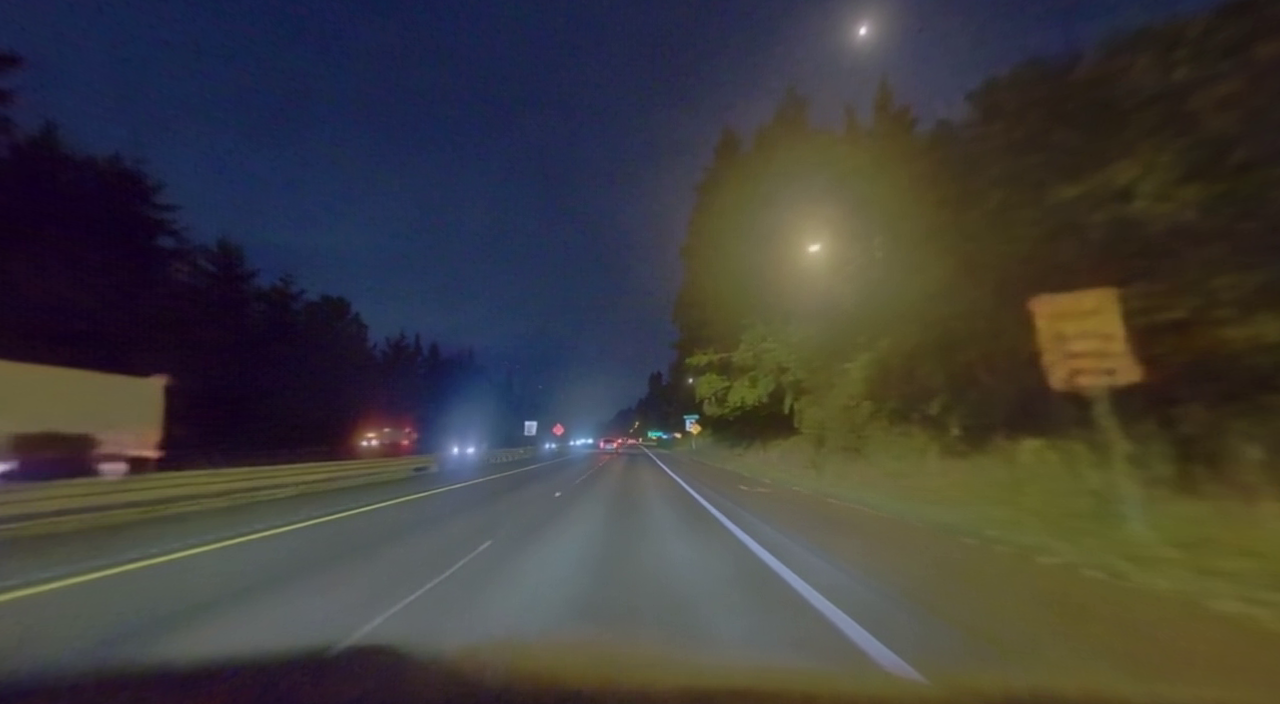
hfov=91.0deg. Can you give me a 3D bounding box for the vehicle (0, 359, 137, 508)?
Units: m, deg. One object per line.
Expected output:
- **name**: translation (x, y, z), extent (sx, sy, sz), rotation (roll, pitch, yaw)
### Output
- **vehicle**: translation (-17.698, 2.073, 15.889), extent (2.869, 3.747, 8.541), rotation (0, -8, 0)

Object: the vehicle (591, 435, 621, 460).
- **vehicle**: translation (-2.526, 7.281, 48.043), extent (2.188, 1.825, 4.282), rotation (0, -8, -1)
